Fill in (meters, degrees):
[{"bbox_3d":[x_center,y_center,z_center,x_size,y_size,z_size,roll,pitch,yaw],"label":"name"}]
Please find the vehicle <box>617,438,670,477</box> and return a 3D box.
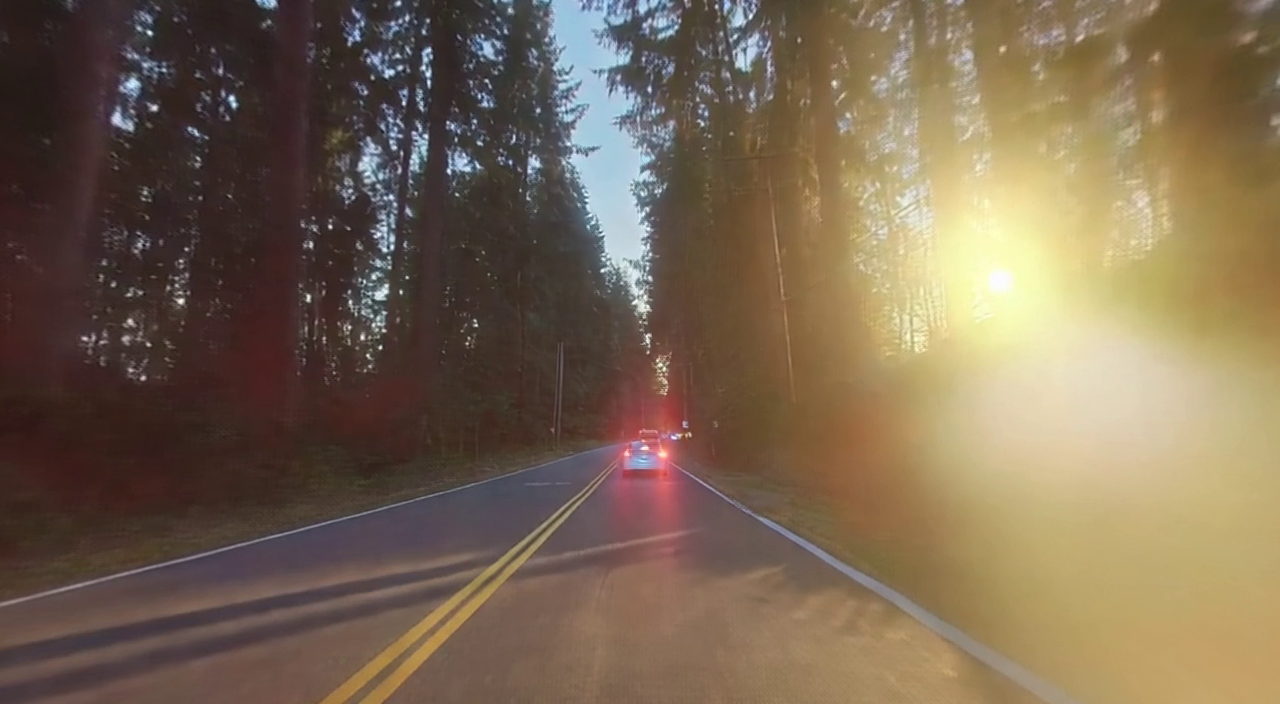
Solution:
[{"bbox_3d":[0.108,4.451,26.744,2.081,1.503,3.726,0,-8,-1],"label":"vehicle"}]
